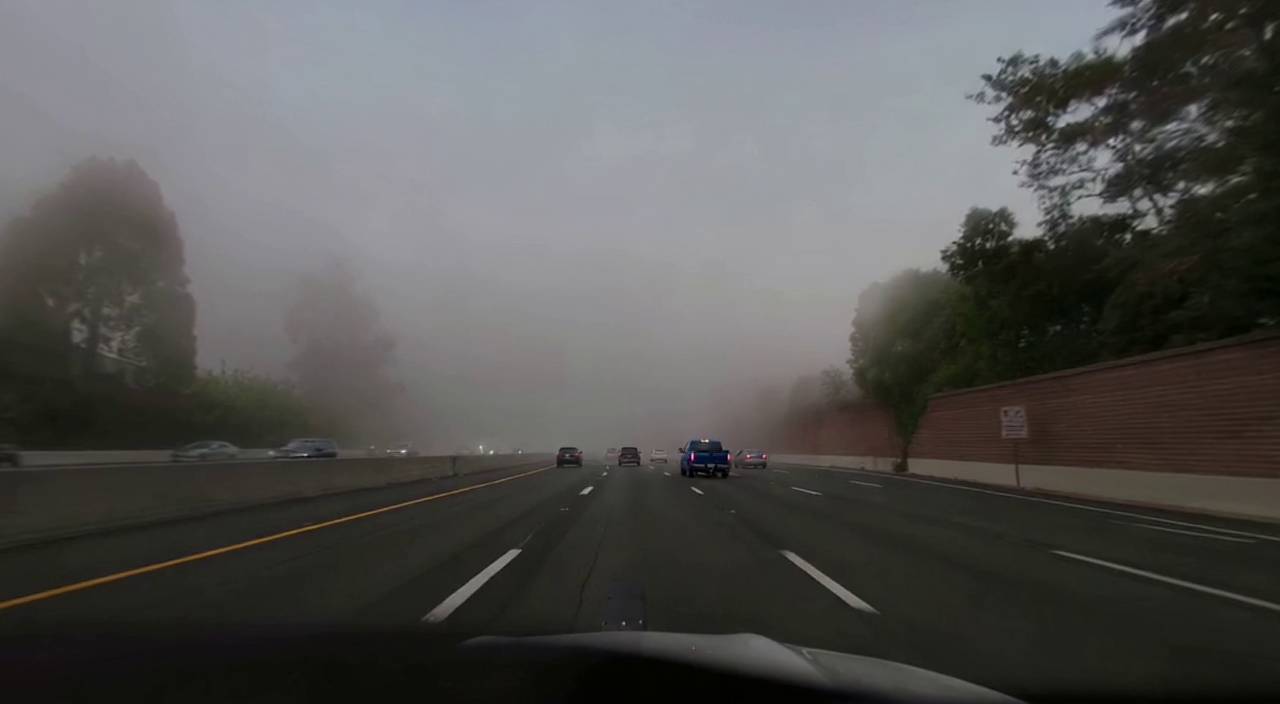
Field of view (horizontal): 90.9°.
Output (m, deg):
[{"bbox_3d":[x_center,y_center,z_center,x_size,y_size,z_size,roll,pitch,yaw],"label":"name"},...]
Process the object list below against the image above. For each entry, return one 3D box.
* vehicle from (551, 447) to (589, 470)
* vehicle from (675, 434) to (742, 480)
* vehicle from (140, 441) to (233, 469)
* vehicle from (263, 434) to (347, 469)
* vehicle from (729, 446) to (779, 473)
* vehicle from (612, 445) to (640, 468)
[{"bbox_3d":[-4.926,7.539,45.090,2.411,1.509,4.641,0,-8,-3],"label":"vehicle"},{"bbox_3d":[3.143,4.987,30.299,2.374,1.952,5.431,0,-8,-3],"label":"vehicle"},{"bbox_3d":[-26.135,5.947,36.579,1.966,1.484,4.897,0,-8,-3],"label":"vehicle"},{"bbox_3d":[-18.165,5.408,34.482,2.110,1.792,4.738,0,-8,-2],"label":"vehicle"},{"bbox_3d":[6.944,6.569,38.790,1.976,1.485,4.925,0,-8,-2],"label":"vehicle"},{"bbox_3d":[-1.098,7.863,47.690,2.050,1.607,3.821,0,-8,-3],"label":"vehicle"}]
